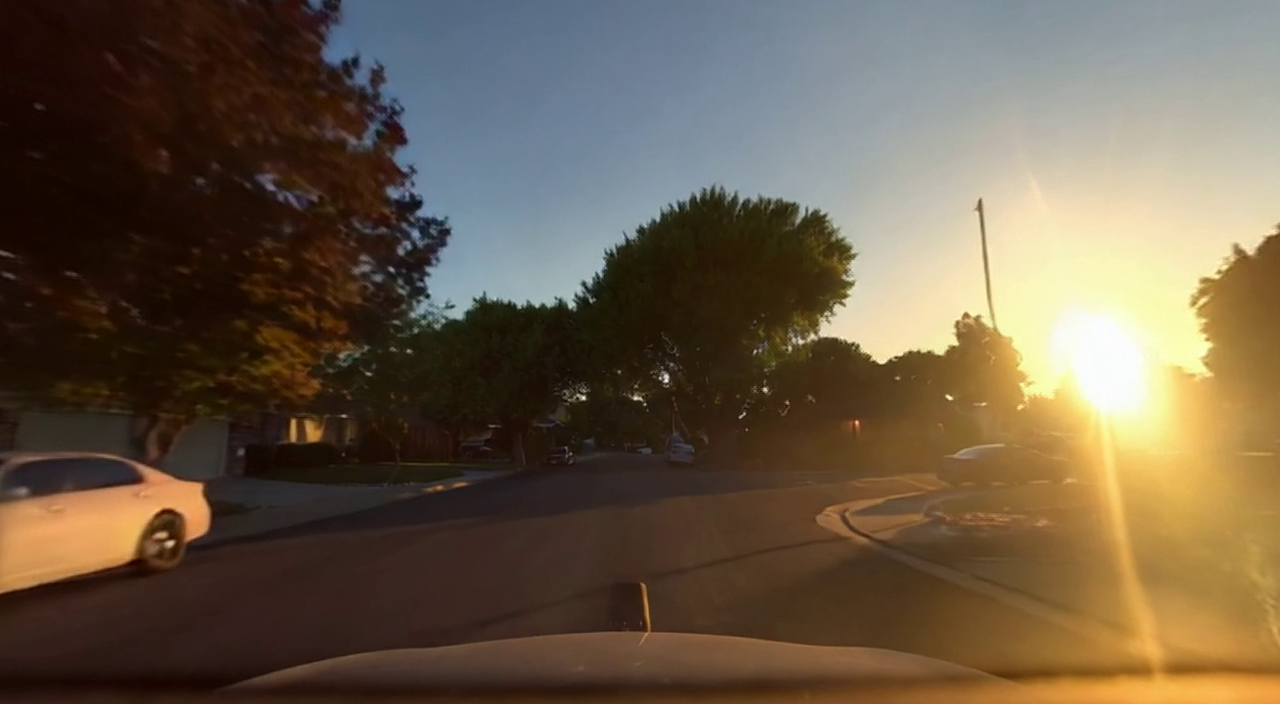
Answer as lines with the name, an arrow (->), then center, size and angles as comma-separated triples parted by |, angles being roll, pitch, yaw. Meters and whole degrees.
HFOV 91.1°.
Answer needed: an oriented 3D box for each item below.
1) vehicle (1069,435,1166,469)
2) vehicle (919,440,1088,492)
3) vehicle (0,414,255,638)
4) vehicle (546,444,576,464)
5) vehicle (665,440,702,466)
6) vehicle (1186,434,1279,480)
vehicle -> 27.308, 5.699, 35.900 | 4.674, 1.831, 2.139 | 3, -10, -22
vehicle -> 12.537, 3.914, 21.832 | 4.708, 1.527, 2.113 | 0, -8, -10
vehicle -> -6.011, 1.518, 5.902 | 1.998, 1.742, 4.210 | 0, -9, 1
vehicle -> -6.148, 8.010, 49.375 | 1.947, 1.557, 3.900 | 0, -9, -2
vehicle -> 3.042, 7.232, 44.914 | 2.140, 1.749, 4.369 | 1, -9, -3
vehicle -> 24.431, 4.166, 25.044 | 4.304, 1.710, 1.936 | 3, -9, -20
